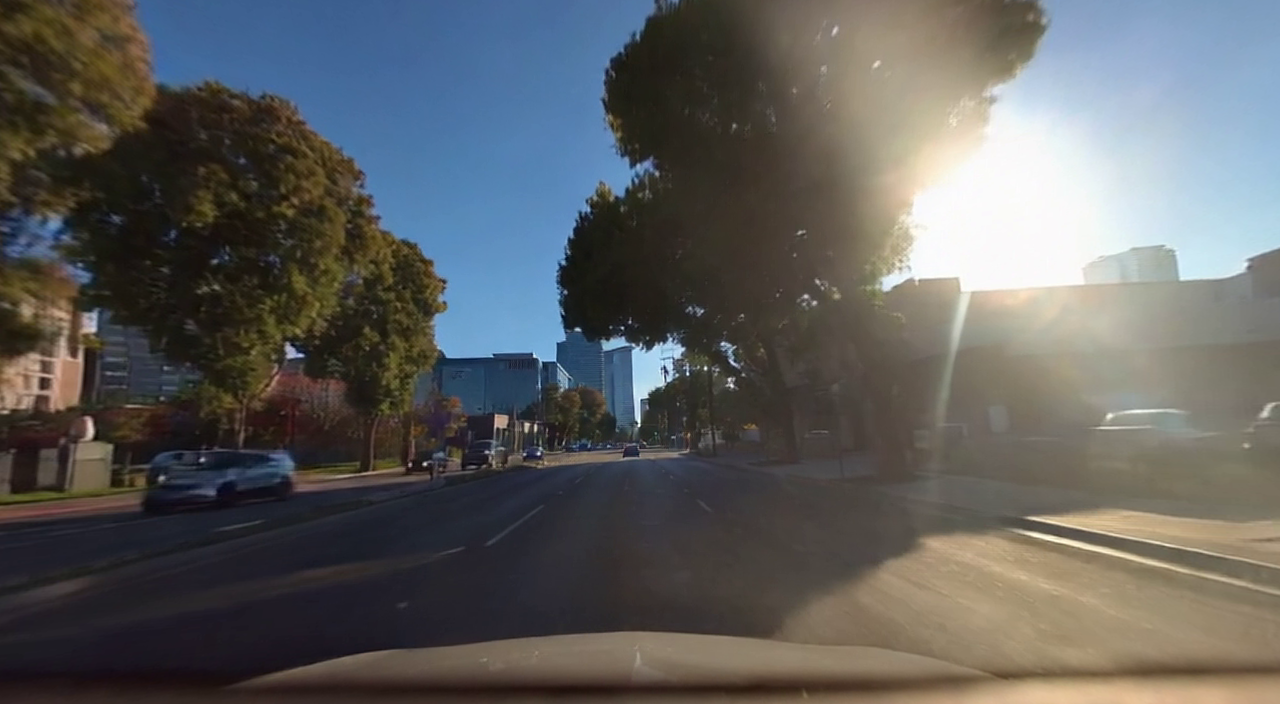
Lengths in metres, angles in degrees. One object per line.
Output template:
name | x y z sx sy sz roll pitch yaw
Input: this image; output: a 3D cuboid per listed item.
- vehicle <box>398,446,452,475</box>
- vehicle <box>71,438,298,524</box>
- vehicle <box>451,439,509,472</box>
vehicle | -13.596 6.867 40.255 1.918 1.679 4.213 0 -9 1
vehicle | -10.510 2.974 15.160 2.025 1.704 4.523 0 -9 1
vehicle | -10.280 6.683 41.125 2.197 1.961 5.695 -1 -9 1
